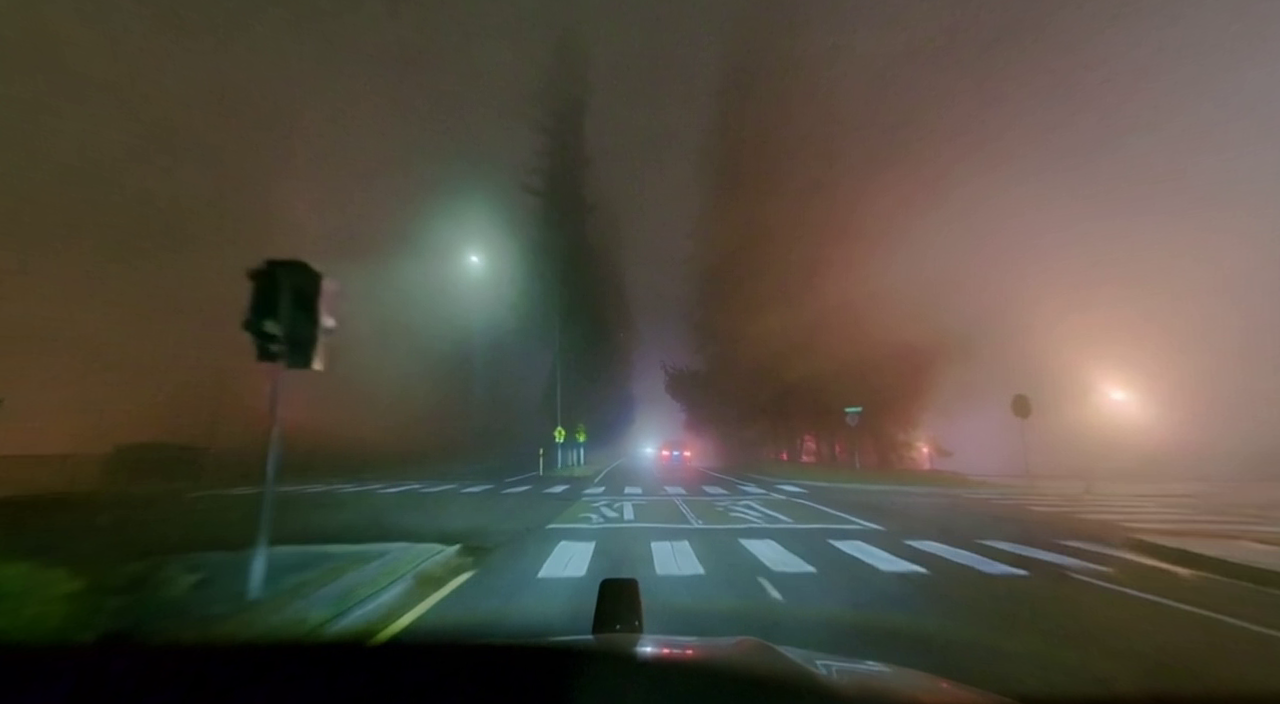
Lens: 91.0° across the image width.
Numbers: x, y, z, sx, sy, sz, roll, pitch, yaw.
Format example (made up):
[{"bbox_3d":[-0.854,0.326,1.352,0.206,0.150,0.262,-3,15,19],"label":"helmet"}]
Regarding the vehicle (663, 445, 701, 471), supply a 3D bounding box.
[{"bbox_3d":[2.582,6.717,40.044,2.044,1.537,4.528,0,-8,-1],"label":"vehicle"}]
